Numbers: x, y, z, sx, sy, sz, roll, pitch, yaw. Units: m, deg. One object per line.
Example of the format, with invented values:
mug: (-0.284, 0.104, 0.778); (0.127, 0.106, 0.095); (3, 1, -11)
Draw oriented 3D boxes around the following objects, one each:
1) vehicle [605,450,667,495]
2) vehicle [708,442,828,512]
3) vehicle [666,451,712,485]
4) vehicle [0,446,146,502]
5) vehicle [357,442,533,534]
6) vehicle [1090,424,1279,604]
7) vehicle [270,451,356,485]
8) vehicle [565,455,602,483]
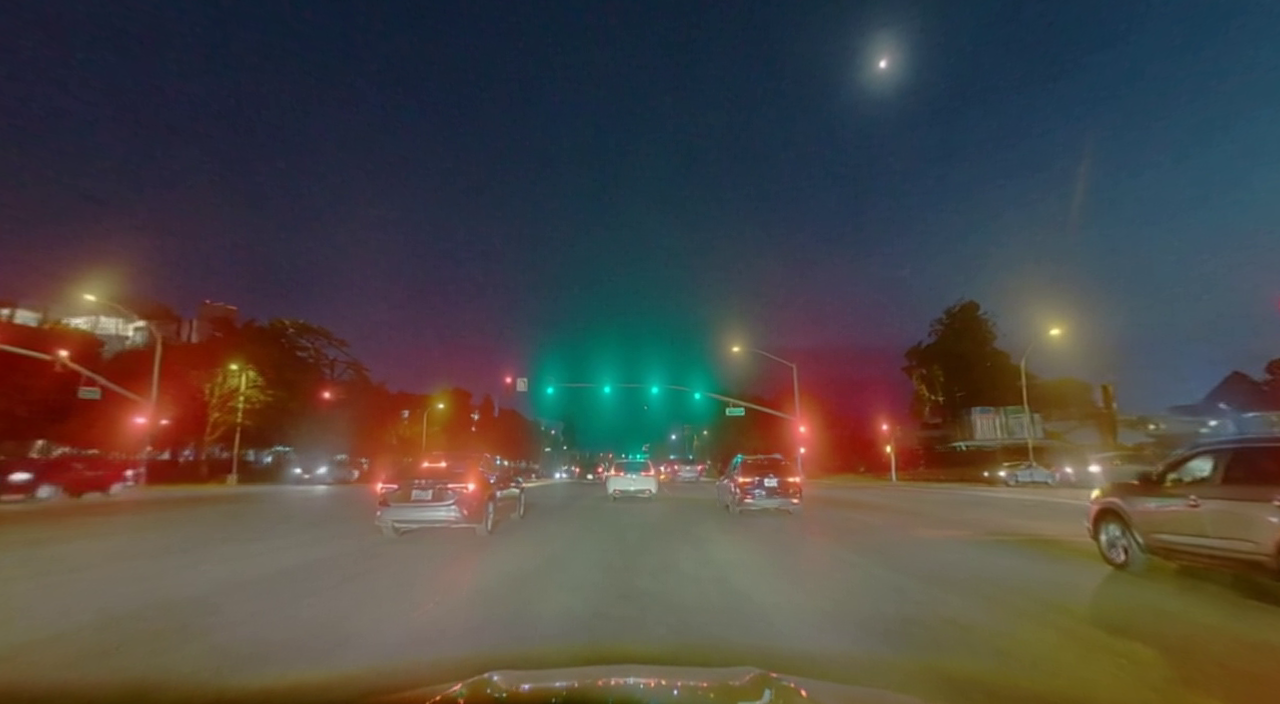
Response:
vehicle: (-0.183, 4.351, 23.234); (2.098, 1.461, 3.958); (0, -9, -1)
vehicle: (3.155, 3.190, 16.727); (1.996, 1.566, 4.917); (0, -9, -2)
vehicle: (2.699, 6.546, 35.914); (2.138, 1.778, 4.422); (0, -9, -2)
vehicle: (-17.848, 3.639, 19.353); (1.857, 1.511, 4.399); (0, -9, 0)
vehicle: (-3.555, 2.557, 12.575); (2.045, 1.463, 4.490); (0, -9, 0)
vehicle: (6.571, 1.389, 5.322); (1.959, 1.553, 4.809); (0, -9, -1)
vehicle: (-18.379, 6.584, 35.875); (2.172, 1.751, 4.889); (0, -10, 1)
vehicle: (-3.716, 7.801, 42.347); (2.033, 1.714, 4.278); (0, -9, 1)
